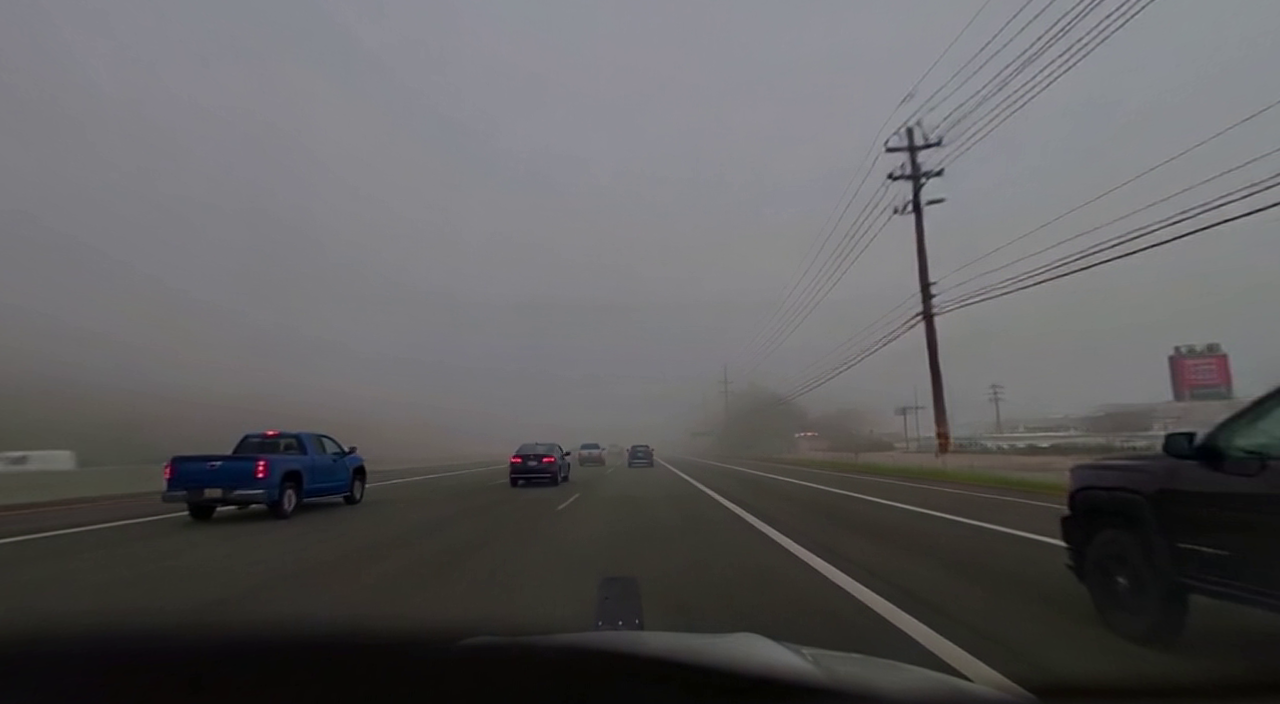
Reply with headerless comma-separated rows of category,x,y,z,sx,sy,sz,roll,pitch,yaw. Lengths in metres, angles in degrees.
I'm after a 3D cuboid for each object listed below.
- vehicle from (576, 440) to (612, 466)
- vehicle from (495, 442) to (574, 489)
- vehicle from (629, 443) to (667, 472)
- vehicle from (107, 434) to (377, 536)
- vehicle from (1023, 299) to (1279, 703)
vehicle,-3.219,7.170,45.160,2.244,1.752,4.439,0,-8,1
vehicle,-3.499,3.836,21.686,1.938,1.444,4.206,0,-8,1
vehicle,0.455,5.895,35.542,2.030,1.471,4.115,0,-8,1
vehicle,-6.893,2.325,11.775,1.959,1.496,4.740,0,-8,0
vehicle,4.017,0.610,2.071,2.231,1.919,5.086,0,-8,-1
